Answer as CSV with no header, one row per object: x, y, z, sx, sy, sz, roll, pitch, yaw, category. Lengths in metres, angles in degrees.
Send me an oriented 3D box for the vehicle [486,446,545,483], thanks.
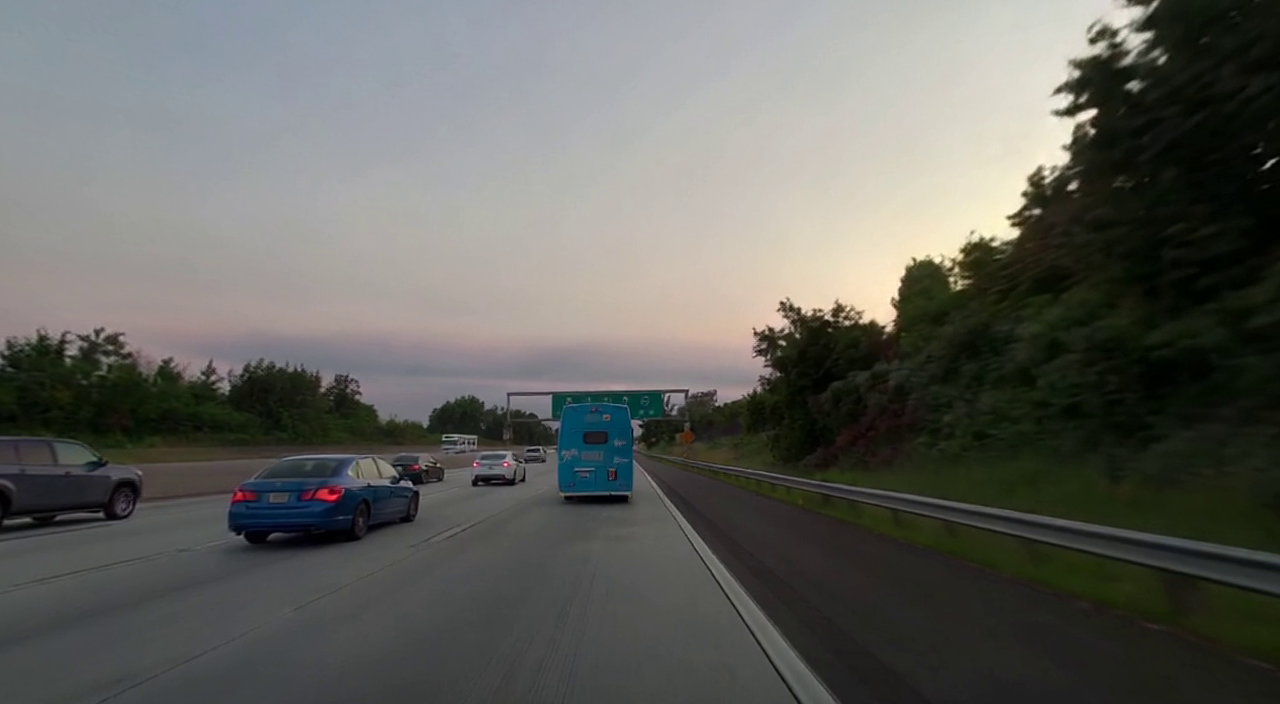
-5.282,4.806,27.121,1.872,1.480,3.545,0,-9,-1,vehicle

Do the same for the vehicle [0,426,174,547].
-9.710,1.988,9.540,2.010,1.621,4.252,0,-9,-1,vehicle

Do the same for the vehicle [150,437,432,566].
-4.657,2.018,9.255,1.876,1.438,4.072,0,-9,-1,vehicle

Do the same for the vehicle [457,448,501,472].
-10.535,7.035,41.303,1.886,1.462,4.084,0,-9,-1,vehicle

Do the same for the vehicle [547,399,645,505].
-1.185,2.847,18.101,2.394,2.556,5.232,0,-9,-2,vehicle
